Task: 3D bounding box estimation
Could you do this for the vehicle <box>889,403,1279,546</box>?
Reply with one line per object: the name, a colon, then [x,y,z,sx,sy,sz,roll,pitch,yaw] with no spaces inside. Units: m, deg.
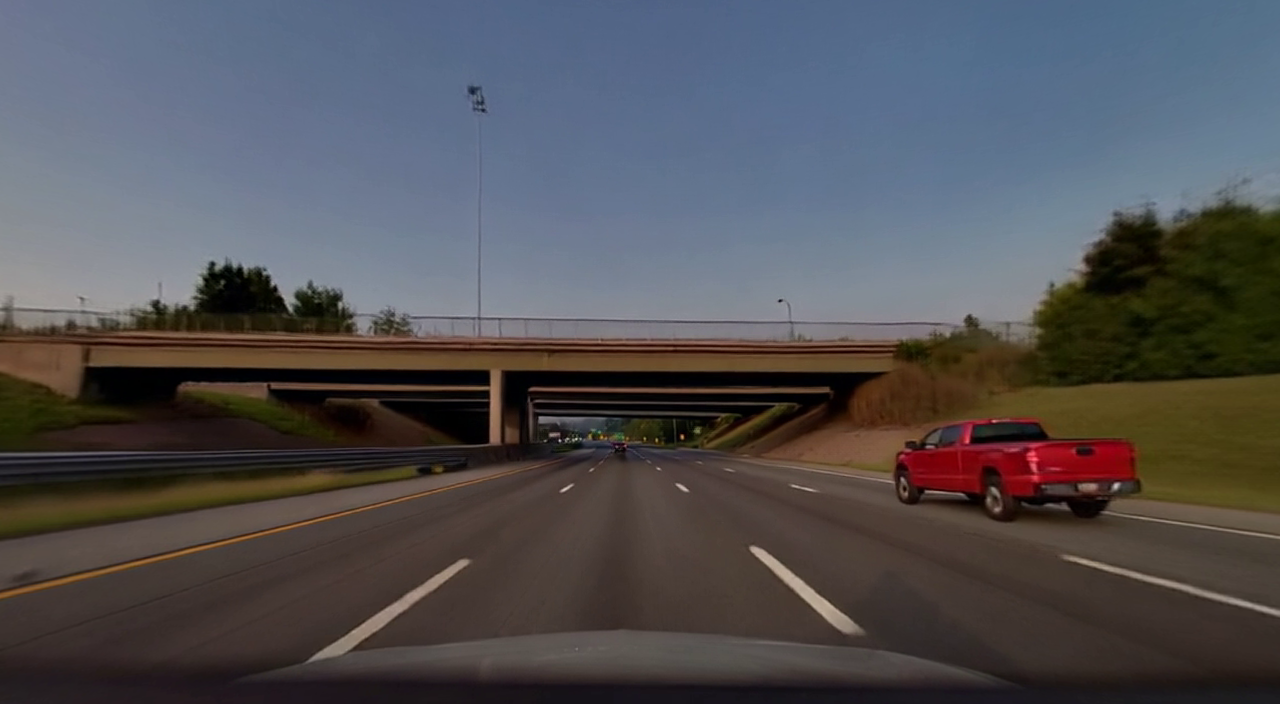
vehicle: [6.944,2.020,11.193,2.395,1.819,6.086,0,-9,-2]
